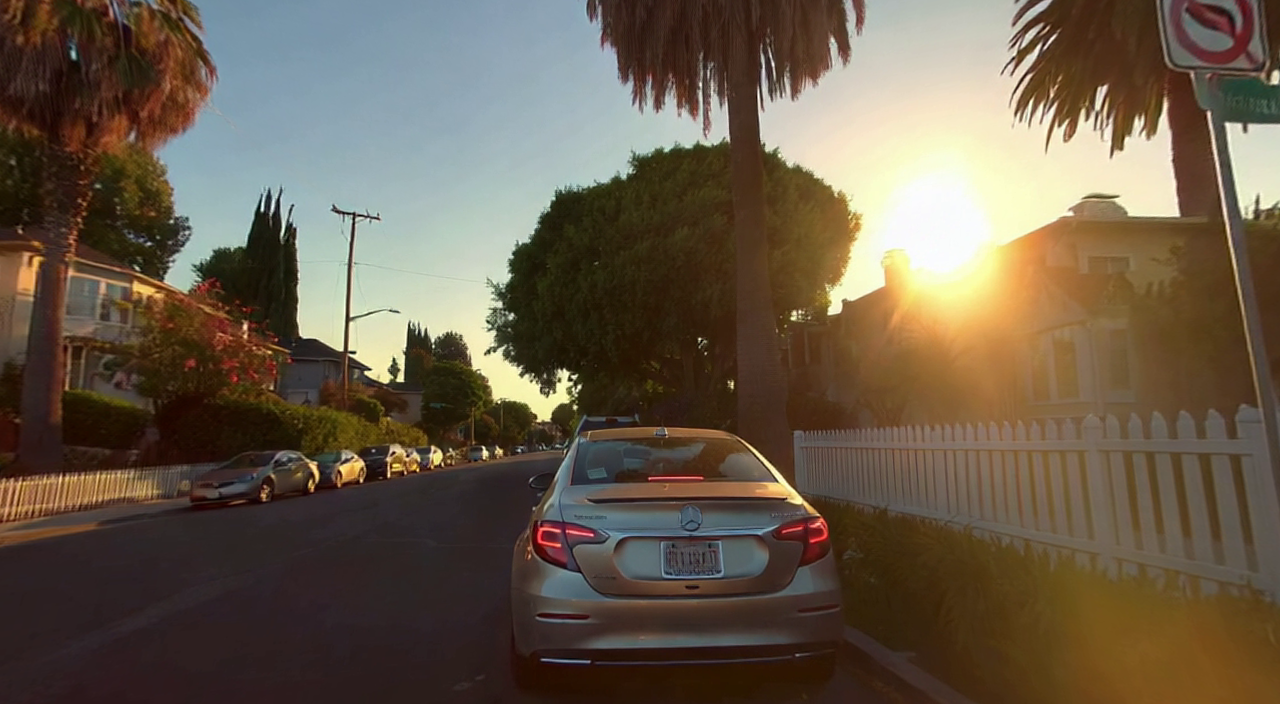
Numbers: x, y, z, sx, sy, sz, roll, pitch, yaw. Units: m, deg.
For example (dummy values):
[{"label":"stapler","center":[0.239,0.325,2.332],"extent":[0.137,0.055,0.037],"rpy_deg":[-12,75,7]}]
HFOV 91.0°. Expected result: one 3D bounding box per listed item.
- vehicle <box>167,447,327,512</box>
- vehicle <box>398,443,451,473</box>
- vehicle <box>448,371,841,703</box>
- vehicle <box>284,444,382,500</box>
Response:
[{"label":"vehicle","center":[-11.387,3.664,18.787],"extent":[2.017,1.627,5.039],"rpy_deg":[1,-8,-7]},{"label":"vehicle","center":[-13.148,6.474,38.702],"extent":[2.060,1.689,4.999],"rpy_deg":[1,-8,-7]},{"label":"vehicle","center":[-0.135,1.223,4.991],"extent":[1.894,1.695,3.795],"rpy_deg":[1,-8,-6]},{"label":"vehicle","center":[-12.143,4.721,25.257],"extent":[2.048,1.485,4.757],"rpy_deg":[-4,-4,-7]}]
